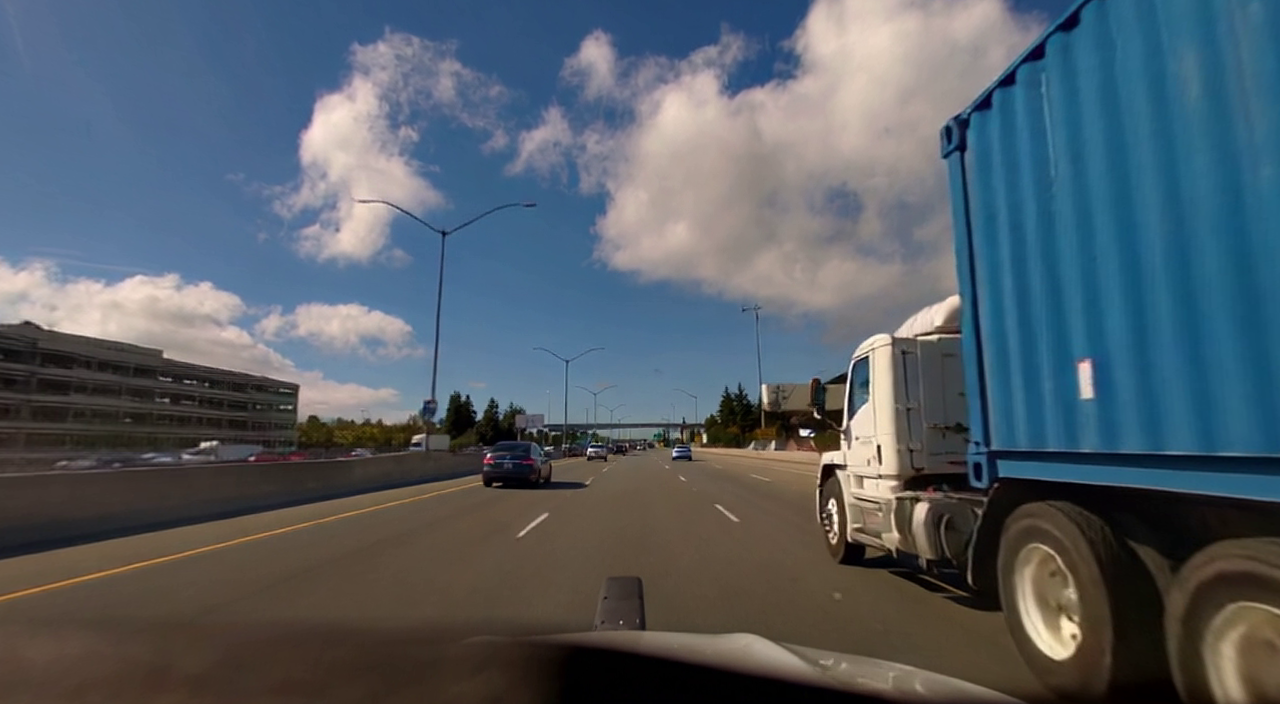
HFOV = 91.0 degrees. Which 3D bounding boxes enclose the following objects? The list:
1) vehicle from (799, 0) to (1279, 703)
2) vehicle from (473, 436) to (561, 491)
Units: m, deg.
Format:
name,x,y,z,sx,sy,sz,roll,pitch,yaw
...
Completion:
name,x,y,z,sx,sy,sz,roll,pitch,yaw
vehicle,3.657,0.222,5.311,3.089,3.779,6.420,0,-9,2
vehicle,-3.785,3.499,20.087,1.954,1.528,4.010,0,-9,0
